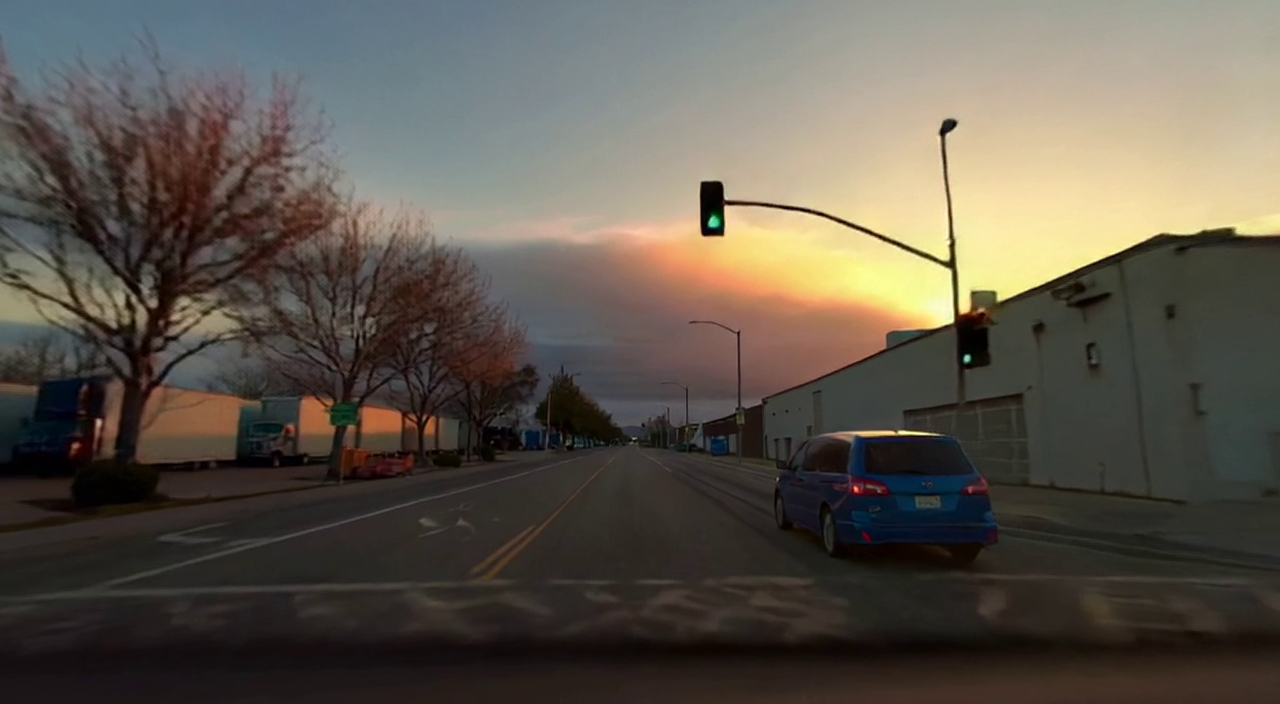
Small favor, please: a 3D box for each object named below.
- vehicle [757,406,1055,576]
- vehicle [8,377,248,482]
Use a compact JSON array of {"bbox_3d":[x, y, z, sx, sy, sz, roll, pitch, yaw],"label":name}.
[{"bbox_3d":[3.353,1.877,9.332,2.202,1.822,4.826,1,-9,-1],"label":"vehicle"},{"bbox_3d":[-20.419,3.185,26.075,3.337,3.644,7.945,0,-7,-2],"label":"vehicle"}]
